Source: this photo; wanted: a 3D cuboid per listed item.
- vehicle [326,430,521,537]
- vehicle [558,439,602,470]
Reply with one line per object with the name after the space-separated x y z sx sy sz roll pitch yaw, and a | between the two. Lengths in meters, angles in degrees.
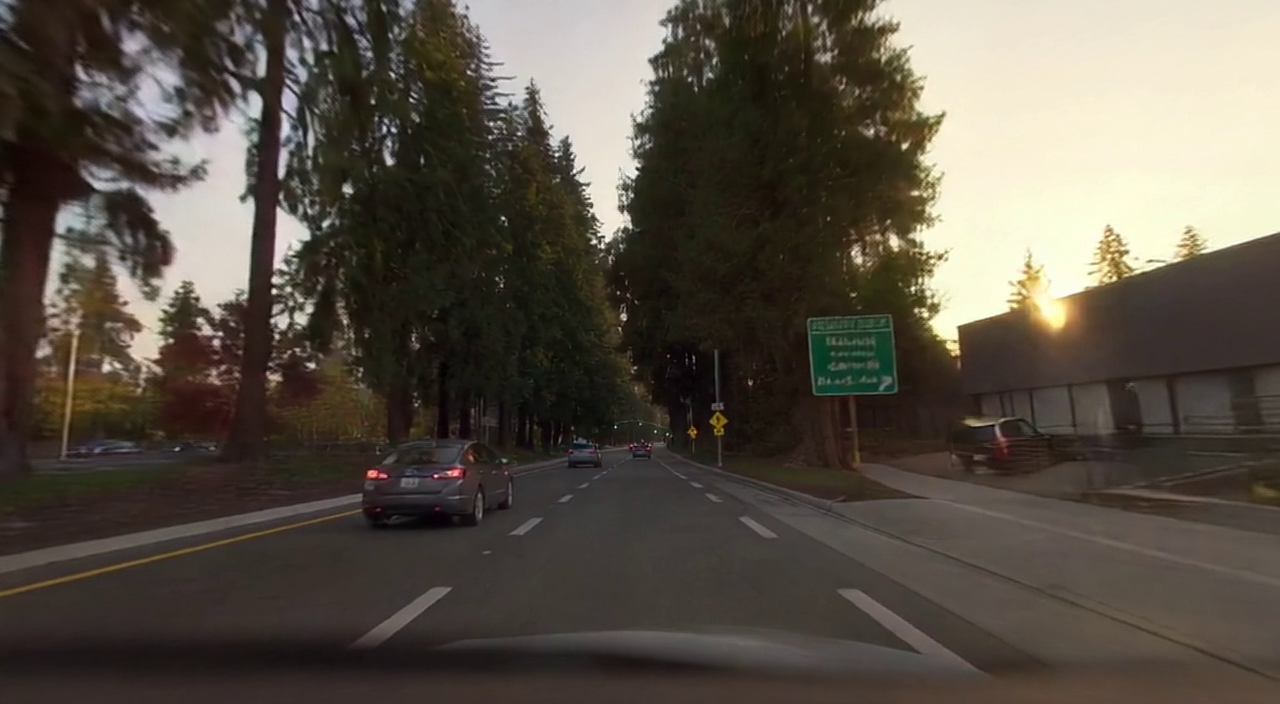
-3.458 2.185 11.128 1.862 1.478 4.369 0 -9 0 | vehicle
-3.270 5.698 35.229 1.942 1.588 4.172 0 -9 1 | vehicle
